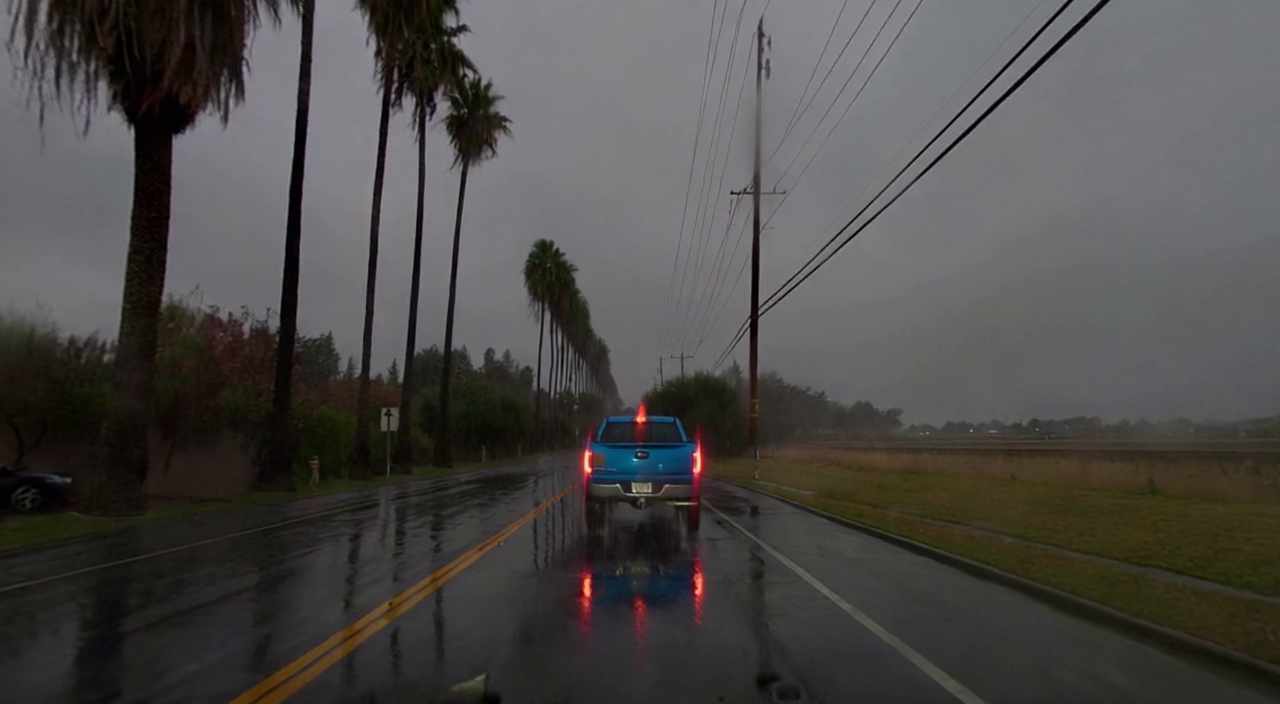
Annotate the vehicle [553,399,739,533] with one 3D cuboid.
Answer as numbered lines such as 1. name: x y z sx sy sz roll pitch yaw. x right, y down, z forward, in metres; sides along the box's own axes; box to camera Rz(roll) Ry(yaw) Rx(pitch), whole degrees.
1. vehicle: 0.048 2.152 12.505 2.803 2.005 5.885 0 -8 -1
